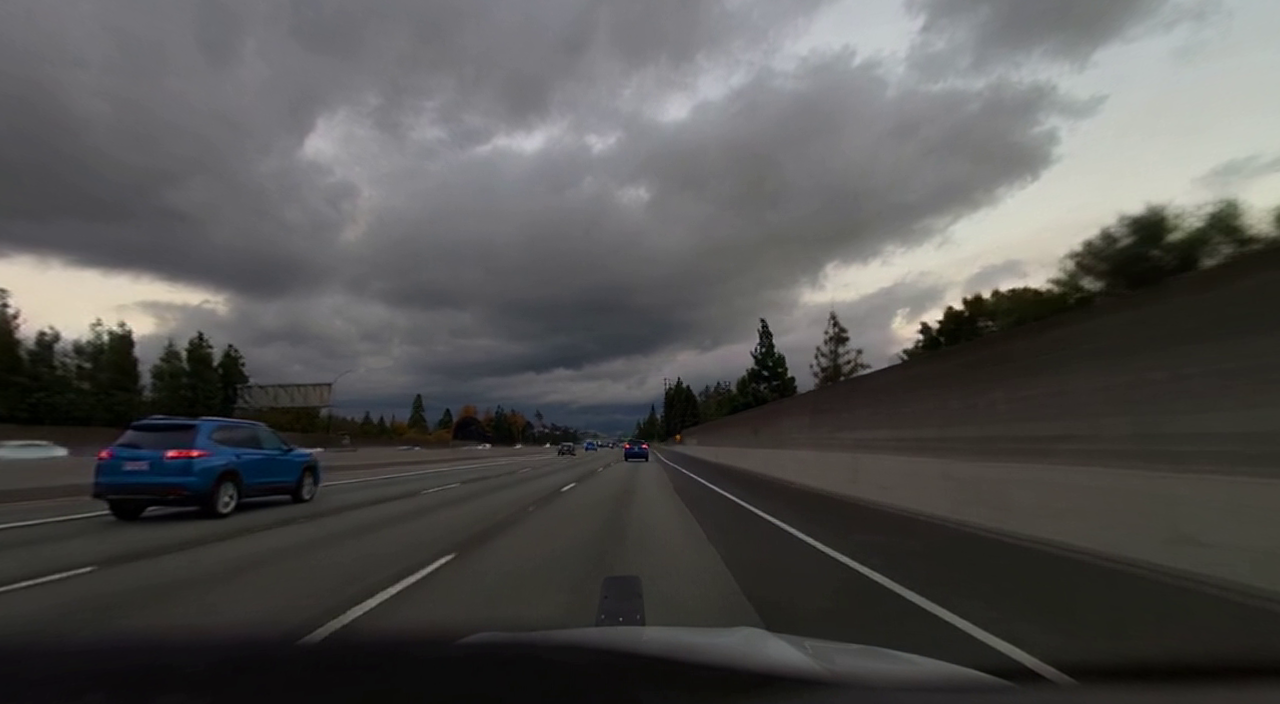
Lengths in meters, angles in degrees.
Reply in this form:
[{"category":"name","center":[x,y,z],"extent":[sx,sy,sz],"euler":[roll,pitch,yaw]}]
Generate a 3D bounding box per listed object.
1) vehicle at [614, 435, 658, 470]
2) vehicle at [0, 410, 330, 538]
[{"category":"vehicle","center":[-0.145,5.196,32.705],"extent":[2.141,1.706,4.065],"euler":[0,-8,1]},{"category":"vehicle","center":[-7.616,1.996,10.882],"extent":[2.166,1.705,4.433],"euler":[0,-8,1]}]
